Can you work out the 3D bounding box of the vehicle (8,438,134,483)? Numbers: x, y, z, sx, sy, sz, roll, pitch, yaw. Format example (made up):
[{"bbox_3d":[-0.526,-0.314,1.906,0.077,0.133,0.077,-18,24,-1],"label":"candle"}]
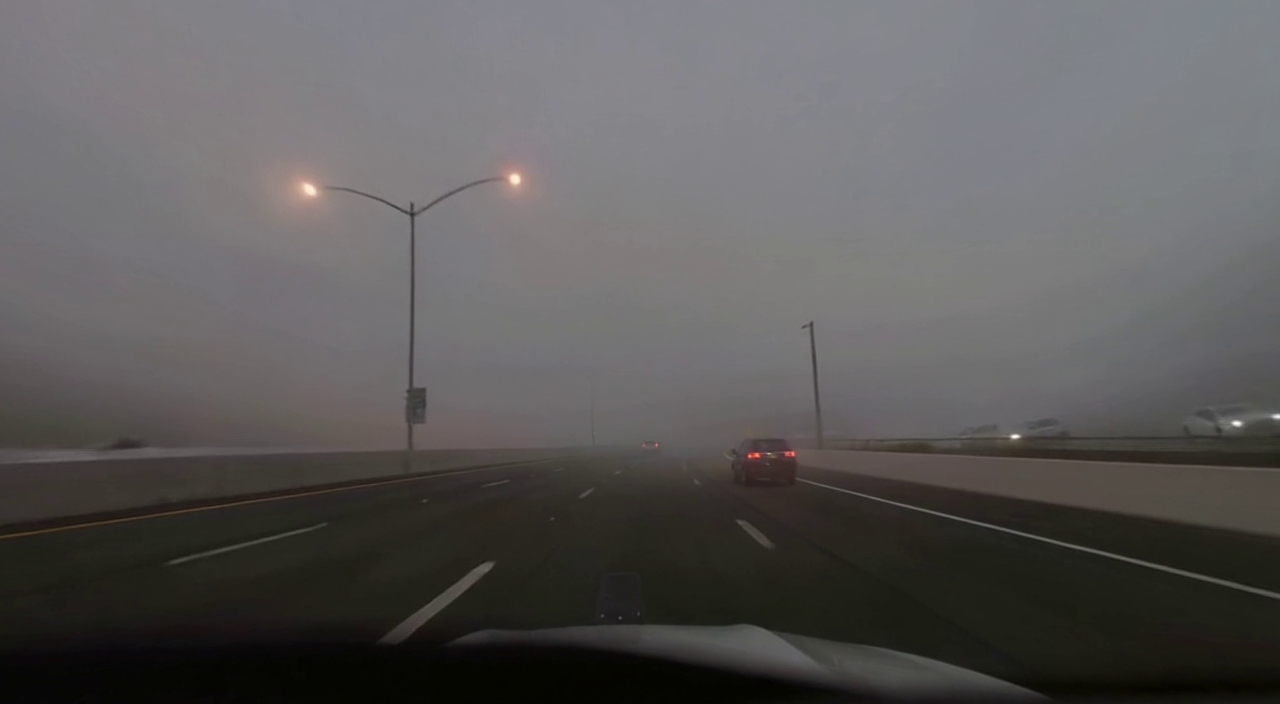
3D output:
[{"bbox_3d":[-20.322,3.855,22.640,1.474,1.362,3.303,-5,-8,0],"label":"vehicle"}]

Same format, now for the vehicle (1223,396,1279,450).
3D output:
[{"bbox_3d":[33.274,3.870,33.595,2.478,2.614,6.965,-7,-11,38],"label":"vehicle"}]

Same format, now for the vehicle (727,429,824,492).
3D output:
[{"bbox_3d":[4.041,3.315,19.540,2.090,1.715,4.228,0,-9,1],"label":"vehicle"}]
